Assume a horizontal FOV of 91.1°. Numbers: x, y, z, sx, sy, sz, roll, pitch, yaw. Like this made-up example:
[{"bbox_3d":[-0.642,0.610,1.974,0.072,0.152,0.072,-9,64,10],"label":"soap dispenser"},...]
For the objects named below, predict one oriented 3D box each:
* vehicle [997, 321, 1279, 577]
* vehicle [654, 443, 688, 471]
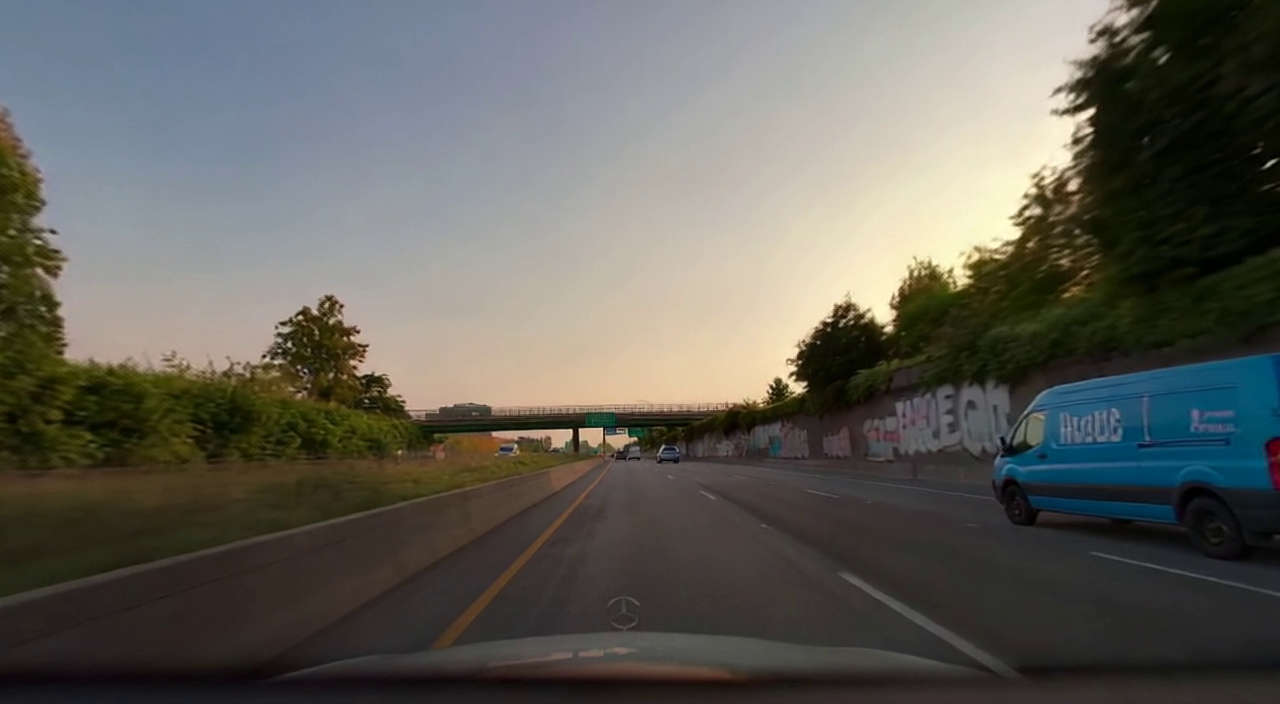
[{"bbox_3d":[7.765,1.312,8.559,2.283,2.631,5.719,0,-9,-1],"label":"vehicle"},{"bbox_3d":[2.205,7.666,46.109,2.007,1.943,5.010,0,-9,-2],"label":"vehicle"}]
